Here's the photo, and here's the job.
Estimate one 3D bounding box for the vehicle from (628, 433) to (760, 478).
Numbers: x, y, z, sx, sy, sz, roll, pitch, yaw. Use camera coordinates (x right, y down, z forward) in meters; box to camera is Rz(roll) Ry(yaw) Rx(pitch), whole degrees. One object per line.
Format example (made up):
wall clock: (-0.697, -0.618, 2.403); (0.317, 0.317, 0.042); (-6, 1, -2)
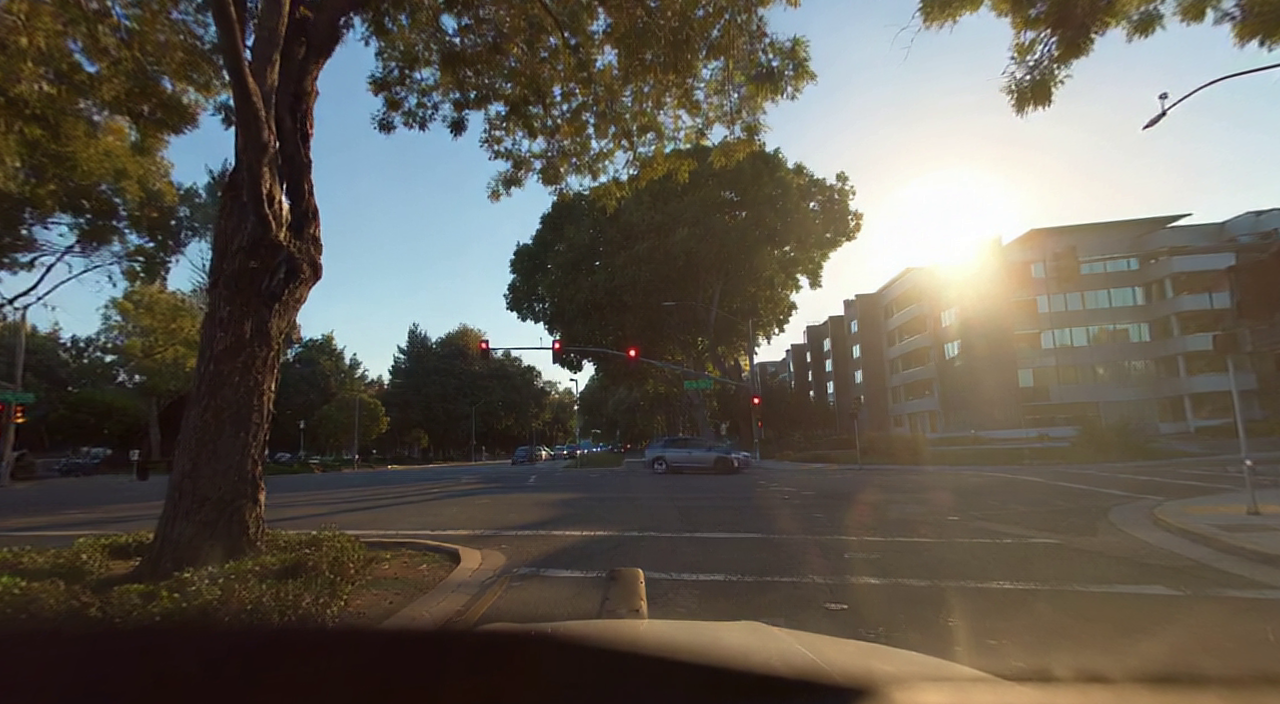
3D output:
vehicle: (2.373, 4.527, 27.889); (5.357, 1.814, 2.141); (-4, -9, 22)
